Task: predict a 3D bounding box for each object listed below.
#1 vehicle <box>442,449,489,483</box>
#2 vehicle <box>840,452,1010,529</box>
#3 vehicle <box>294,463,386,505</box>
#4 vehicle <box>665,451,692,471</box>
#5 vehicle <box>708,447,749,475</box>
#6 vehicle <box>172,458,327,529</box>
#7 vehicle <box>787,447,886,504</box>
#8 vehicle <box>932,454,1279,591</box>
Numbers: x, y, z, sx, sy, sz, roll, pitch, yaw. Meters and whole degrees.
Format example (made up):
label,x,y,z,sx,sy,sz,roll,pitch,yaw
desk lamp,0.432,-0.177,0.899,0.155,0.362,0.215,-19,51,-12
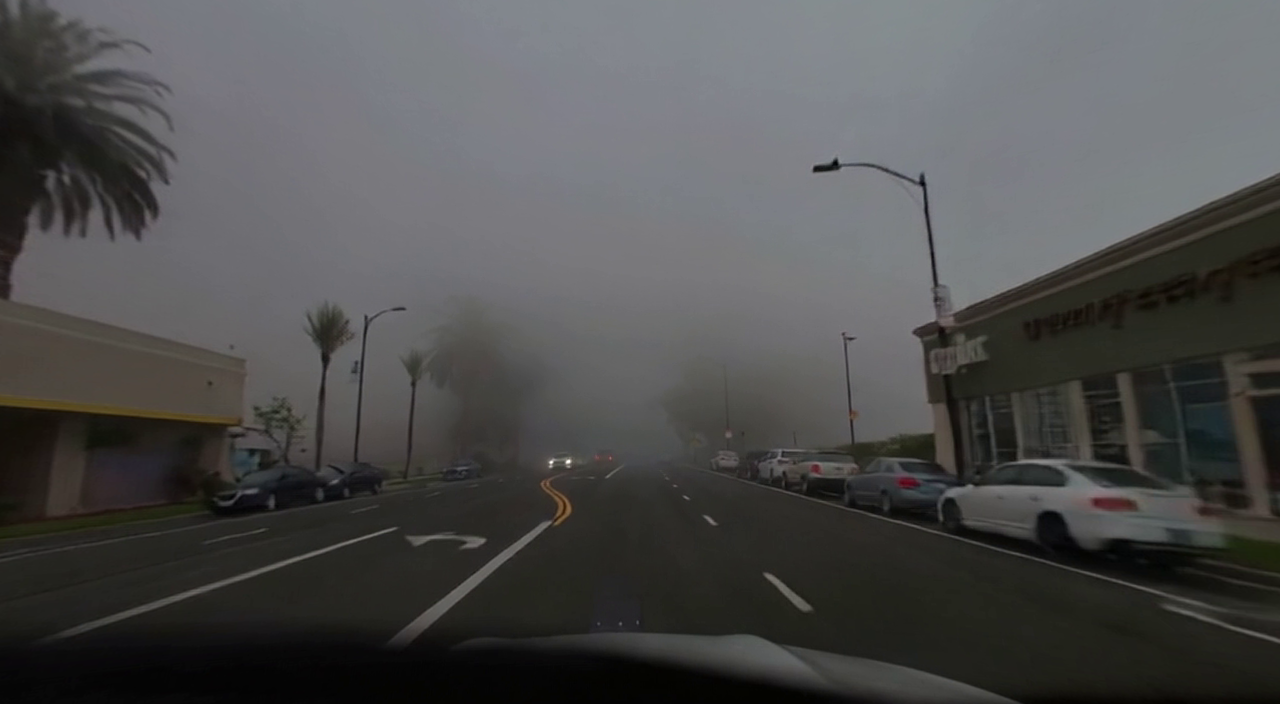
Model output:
label,x,y,z,sx,sy,sz,roll,pitch,yaw
vehicle,-12.638,8.399,46.065,2.217,1.976,4.738,-1,-15,-2
vehicle,6.583,3.205,15.256,1.831,1.504,4.498,0,-9,-2
vehicle,-12.716,5.571,27.111,1.838,1.515,4.432,0,-9,-1
vehicle,2.954,8.449,49.200,1.896,1.501,3.625,0,-9,0
vehicle,6.420,7.930,46.385,2.128,1.887,5.602,0,-9,0
vehicle,-12.740,4.588,21.108,1.975,1.570,5.265,-8,-7,-3
vehicle,6.485,4.069,21.368,1.861,1.695,4.283,0,-9,-1
vehicle,6.528,2.336,9.652,1.840,1.503,4.760,0,-9,0
